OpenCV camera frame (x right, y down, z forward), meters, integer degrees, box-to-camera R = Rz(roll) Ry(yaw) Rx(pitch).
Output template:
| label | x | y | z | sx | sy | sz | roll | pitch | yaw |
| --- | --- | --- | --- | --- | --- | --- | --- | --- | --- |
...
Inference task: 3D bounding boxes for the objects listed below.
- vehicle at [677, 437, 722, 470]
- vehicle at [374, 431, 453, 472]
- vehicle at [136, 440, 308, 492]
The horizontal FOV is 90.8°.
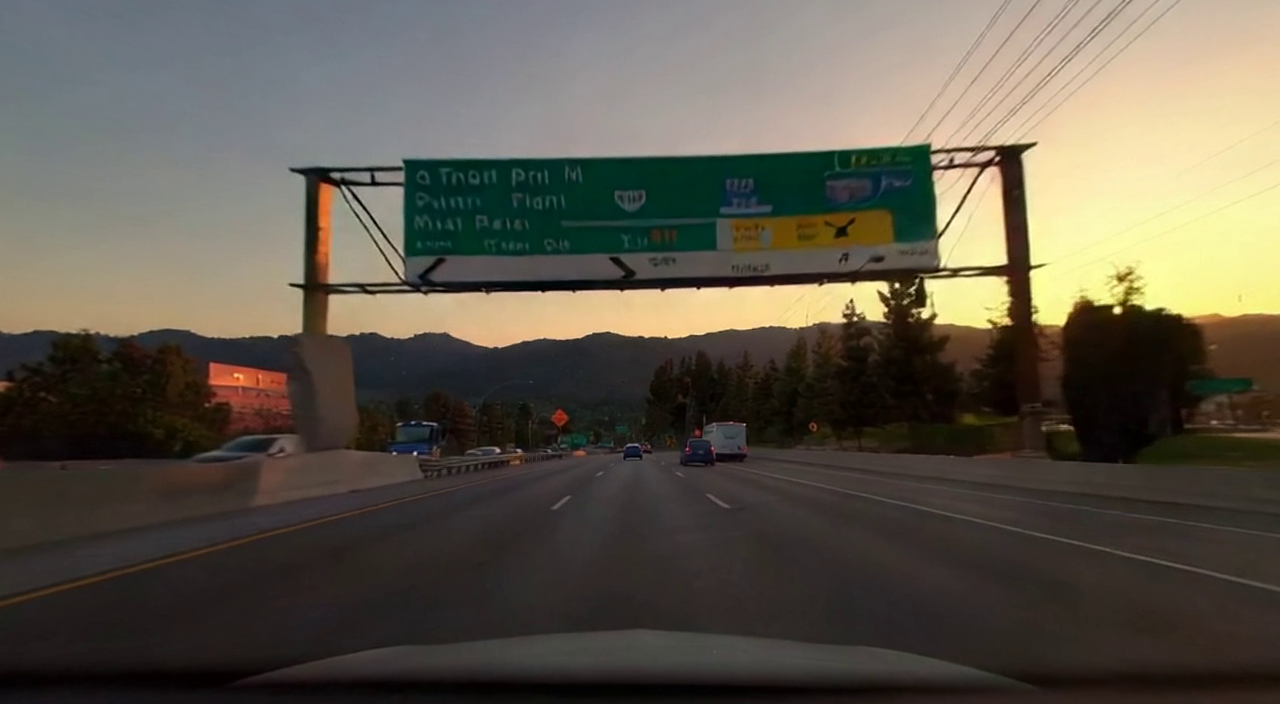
| label | x | y | z | sx | sy | sz | roll | pitch | yaw |
| --- | --- | --- | --- | --- | --- | --- | --- | --- | --- |
| vehicle | 3.404 | 5.955 | 37.020 | 2.036 | 1.796 | 4.470 | 0 | -9 | -2 |
| vehicle | -13.785 | 6.151 | 39.054 | 2.308 | 2.270 | 7.009 | 0 | -9 | 0 |
| vehicle | -13.409 | 3.691 | 20.818 | 2.057 | 1.477 | 5.327 | 0 | -9 | 0 |
